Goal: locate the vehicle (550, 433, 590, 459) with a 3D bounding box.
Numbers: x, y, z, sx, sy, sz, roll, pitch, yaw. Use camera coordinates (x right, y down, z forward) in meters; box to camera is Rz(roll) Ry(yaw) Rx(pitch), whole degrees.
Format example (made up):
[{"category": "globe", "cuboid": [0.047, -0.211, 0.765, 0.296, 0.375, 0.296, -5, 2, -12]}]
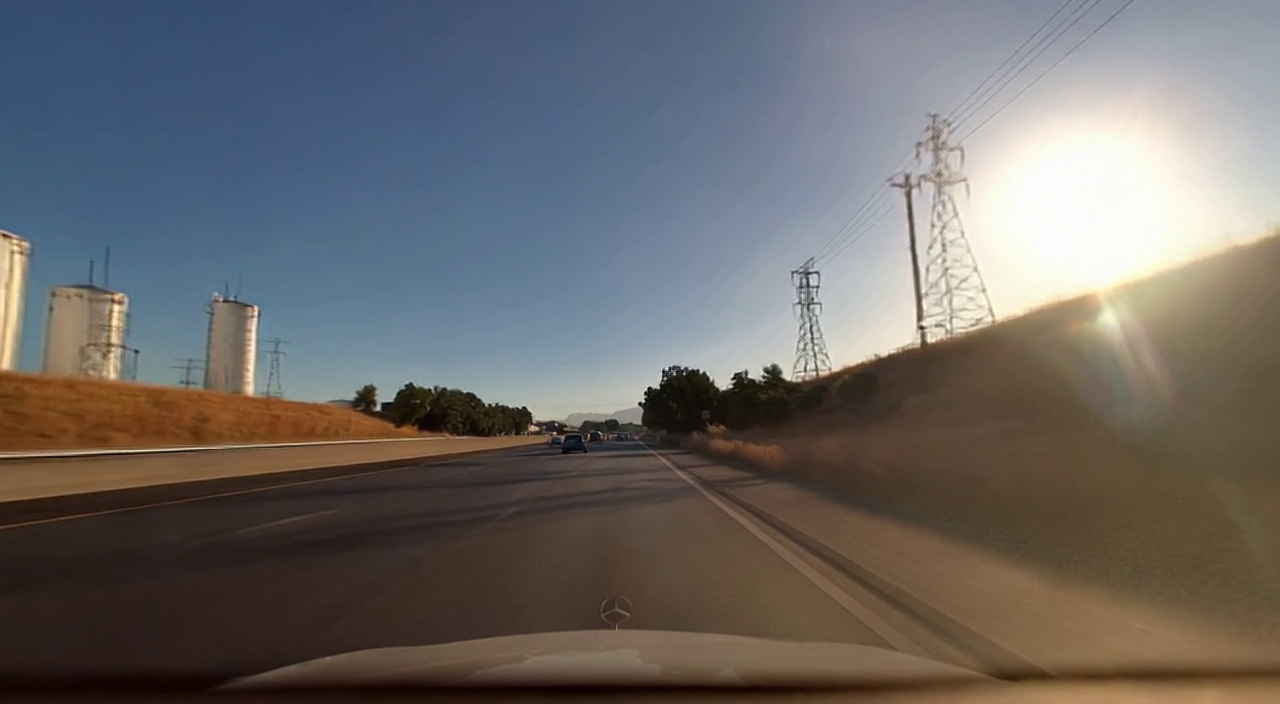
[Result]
[{"category": "vehicle", "cuboid": [-4.082, 5.507, 37.187, 1.952, 1.462, 3.969, 0, -8, -1]}]
